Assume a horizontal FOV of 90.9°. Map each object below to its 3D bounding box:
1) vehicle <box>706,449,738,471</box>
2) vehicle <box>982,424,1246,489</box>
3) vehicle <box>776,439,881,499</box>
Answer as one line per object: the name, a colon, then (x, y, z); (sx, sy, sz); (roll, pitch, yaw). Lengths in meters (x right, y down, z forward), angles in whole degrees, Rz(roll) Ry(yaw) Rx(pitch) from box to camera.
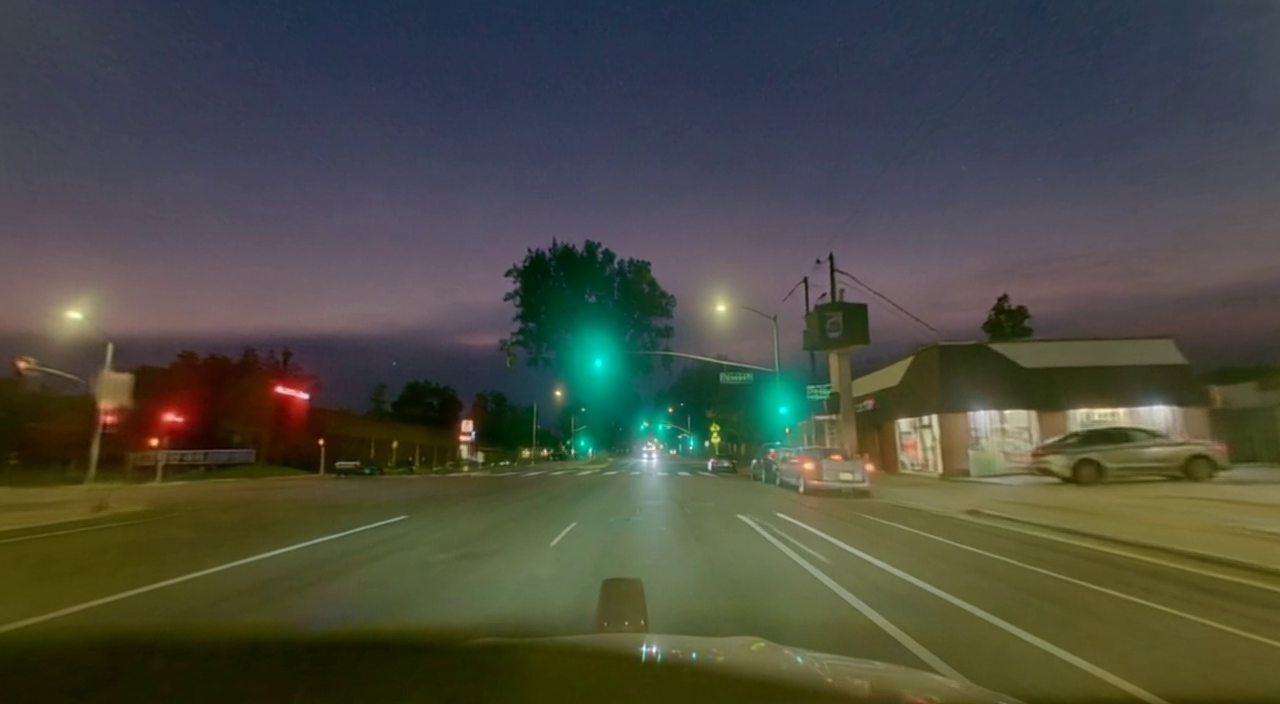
vehicle: (6.368, 8.420, 49.299); (1.955, 1.679, 3.890); (0, -9, 0)
vehicle: (12.224, 2.741, 16.578); (5.237, 1.552, 1.954); (-1, -9, 2)
vehicle: (5.922, 3.734, 20.584); (1.845, 1.664, 5.285); (0, -9, 0)
